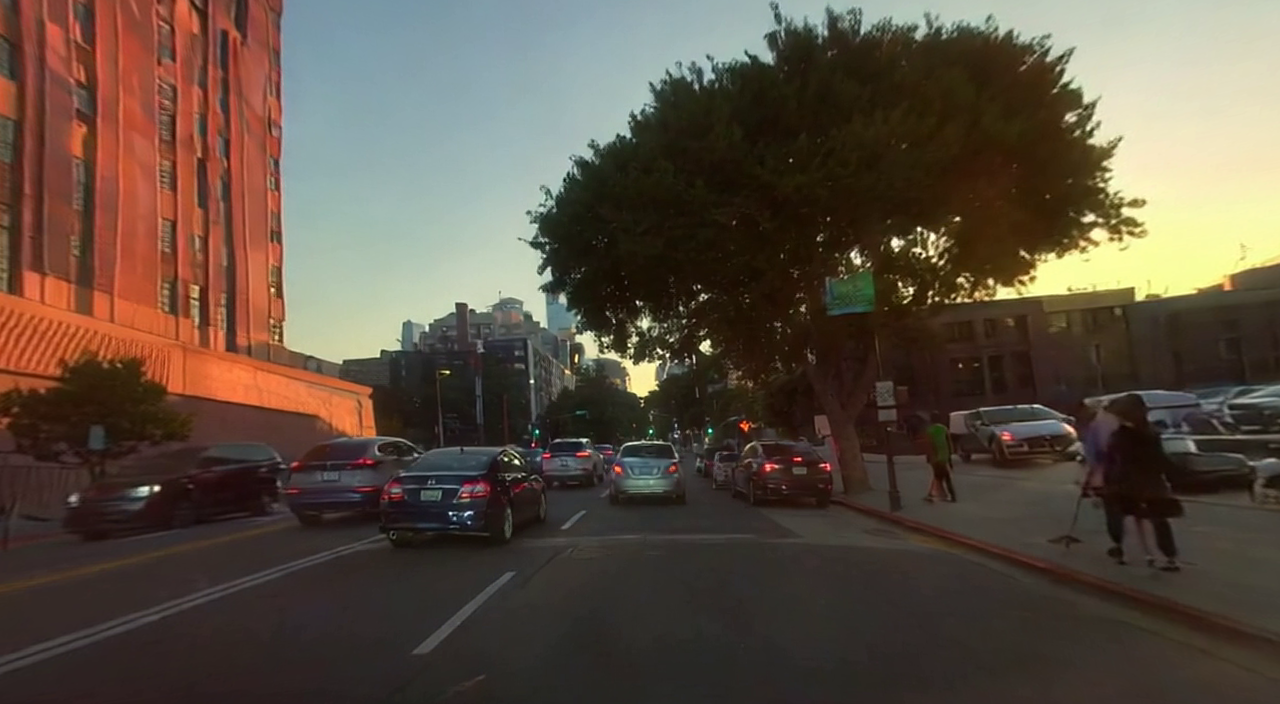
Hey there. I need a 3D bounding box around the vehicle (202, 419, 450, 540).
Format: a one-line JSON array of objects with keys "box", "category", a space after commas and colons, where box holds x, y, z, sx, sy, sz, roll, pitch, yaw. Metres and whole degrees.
[{"box": [-5.650, 2.344, 12.335, 2.223, 1.874, 4.749, 0, -8, 2], "category": "vehicle"}]

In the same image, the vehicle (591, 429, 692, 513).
[{"box": [0.102, 2.775, 15.210, 2.076, 1.667, 3.948, 1, -8, 2], "category": "vehicle"}]

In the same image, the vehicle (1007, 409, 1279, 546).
[{"box": [7.722, 1.575, 8.240, 4.586, 1.542, 1.972, 0, -8, 1], "category": "vehicle"}]

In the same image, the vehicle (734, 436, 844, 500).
[{"box": [3.886, 3.068, 17.290, 2.065, 1.461, 4.181, 1, -8, 1], "category": "vehicle"}]

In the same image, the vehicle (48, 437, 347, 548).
[{"box": [-8.679, 2.757, 13.318, 2.401, 1.765, 5.307, 2, -8, 0], "category": "vehicle"}]

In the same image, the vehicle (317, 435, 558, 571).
[{"box": [-2.528, 1.987, 9.209, 1.940, 1.481, 4.376, 0, -8, 2], "category": "vehicle"}]
